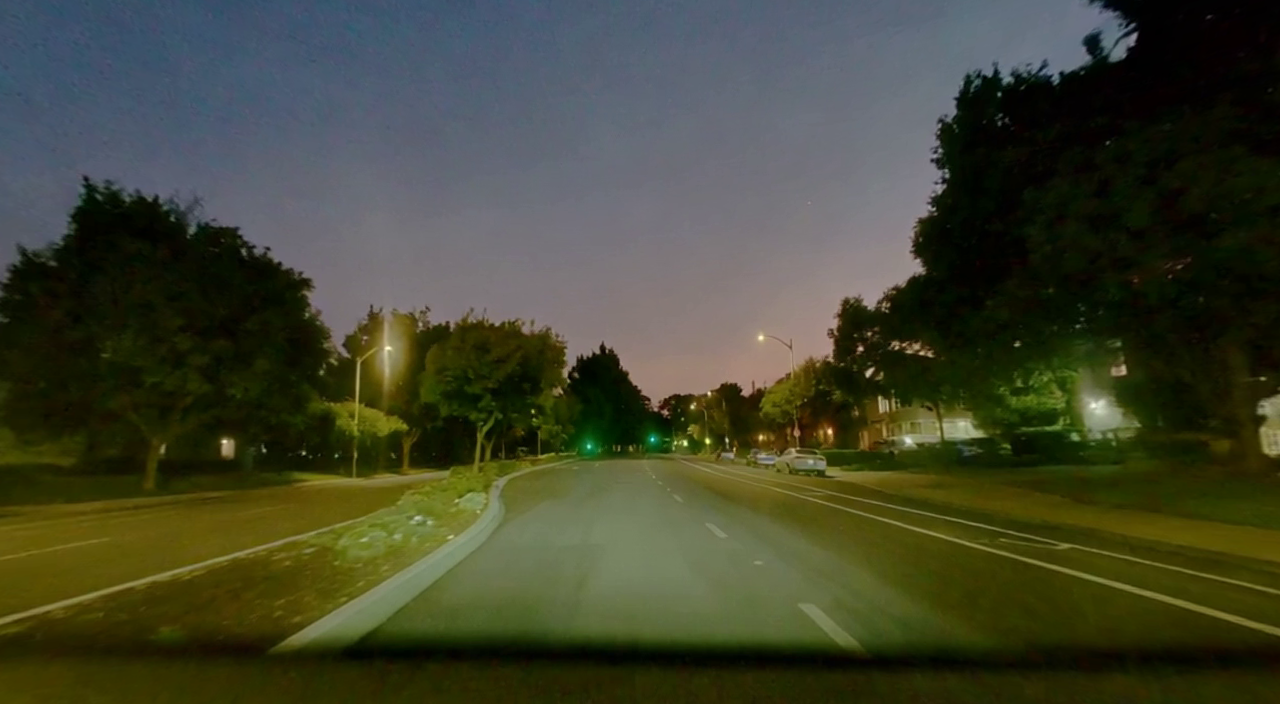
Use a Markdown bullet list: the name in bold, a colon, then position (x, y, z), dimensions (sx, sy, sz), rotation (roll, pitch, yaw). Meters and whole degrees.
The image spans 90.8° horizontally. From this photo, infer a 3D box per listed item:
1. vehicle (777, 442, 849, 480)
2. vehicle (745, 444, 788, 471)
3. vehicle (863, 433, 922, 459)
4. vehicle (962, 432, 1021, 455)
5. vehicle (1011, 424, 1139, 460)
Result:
- **vehicle**: position (8.416, 5.329, 31.292), dimensions (2.192, 1.714, 4.885), rotation (0, -9, 0)
- **vehicle**: position (8.650, 7.224, 43.543), dimensions (1.990, 1.728, 4.597), rotation (0, -9, 0)
- **vehicle**: position (18.187, 6.792, 45.808), dimensions (2.018, 1.755, 5.379), rotation (0, -9, -1)
- **vehicle**: position (25.437, 6.666, 45.842), dimensions (1.878, 1.581, 4.259), rotation (0, -9, 1)
- **vehicle**: position (24.326, 5.098, 35.571), dimensions (1.979, 1.831, 5.479), rotation (5, -10, -33)
